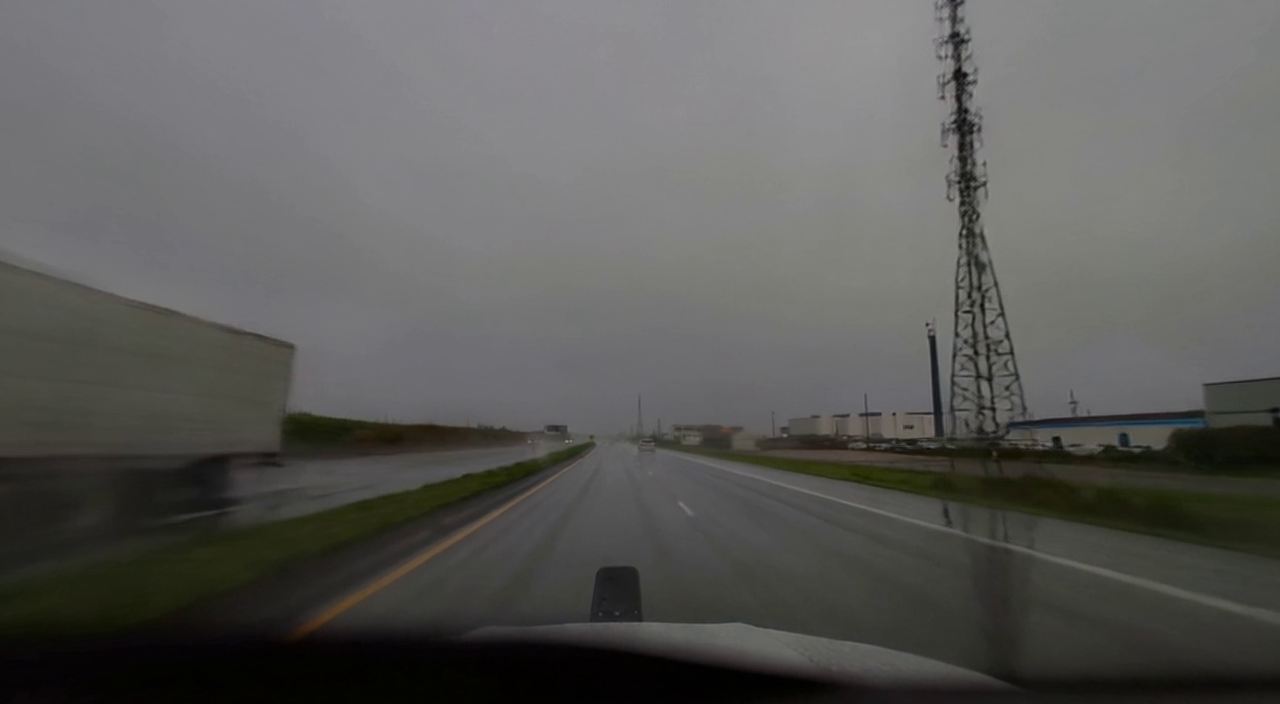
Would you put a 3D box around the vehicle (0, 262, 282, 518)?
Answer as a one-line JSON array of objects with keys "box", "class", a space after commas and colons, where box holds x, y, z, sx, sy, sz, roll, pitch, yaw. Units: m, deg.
[{"box": [-11.908, 0.762, 11.135, 3.200, 4.073, 14.310, 0, -8, -2], "class": "vehicle"}]
